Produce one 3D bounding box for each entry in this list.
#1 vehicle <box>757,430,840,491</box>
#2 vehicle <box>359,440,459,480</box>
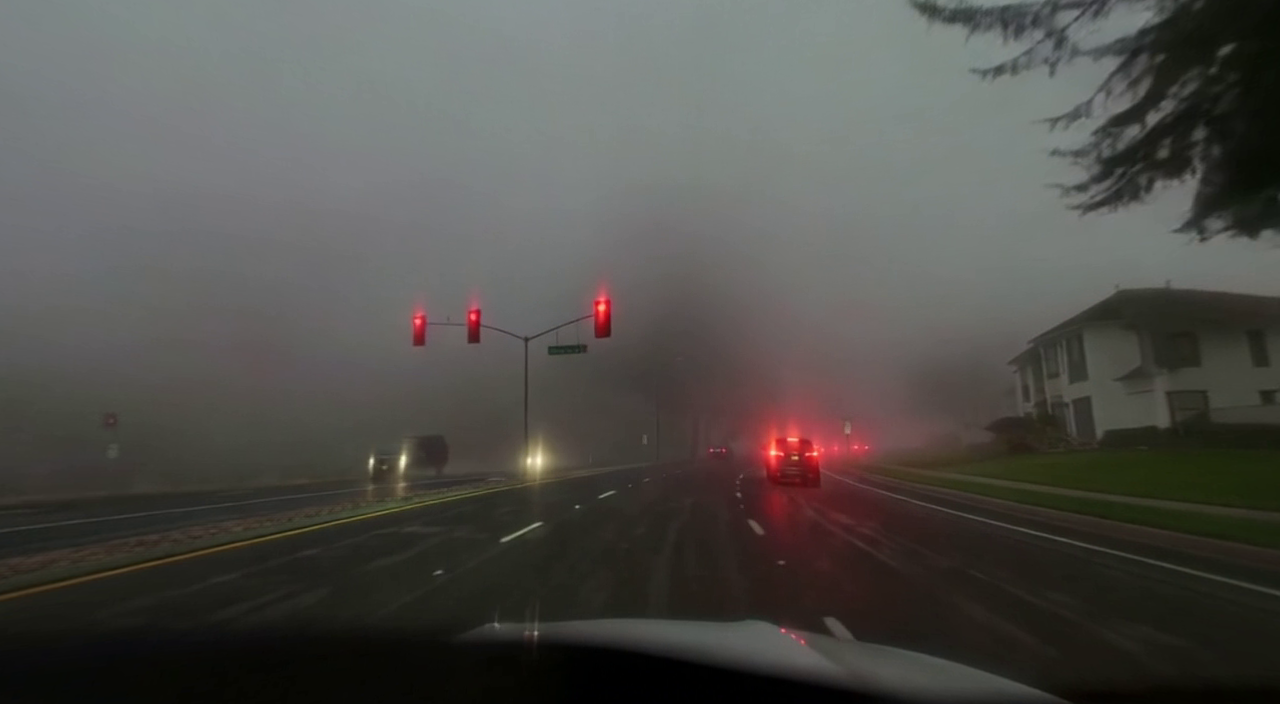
[{"bbox_3d":[5.286,3.671,21.695,2.141,1.833,4.704,-1,-8,6],"label":"vehicle"},{"bbox_3d":[-12.828,5.997,35.549,2.555,2.009,6.050,-1,-8,9],"label":"vehicle"}]
